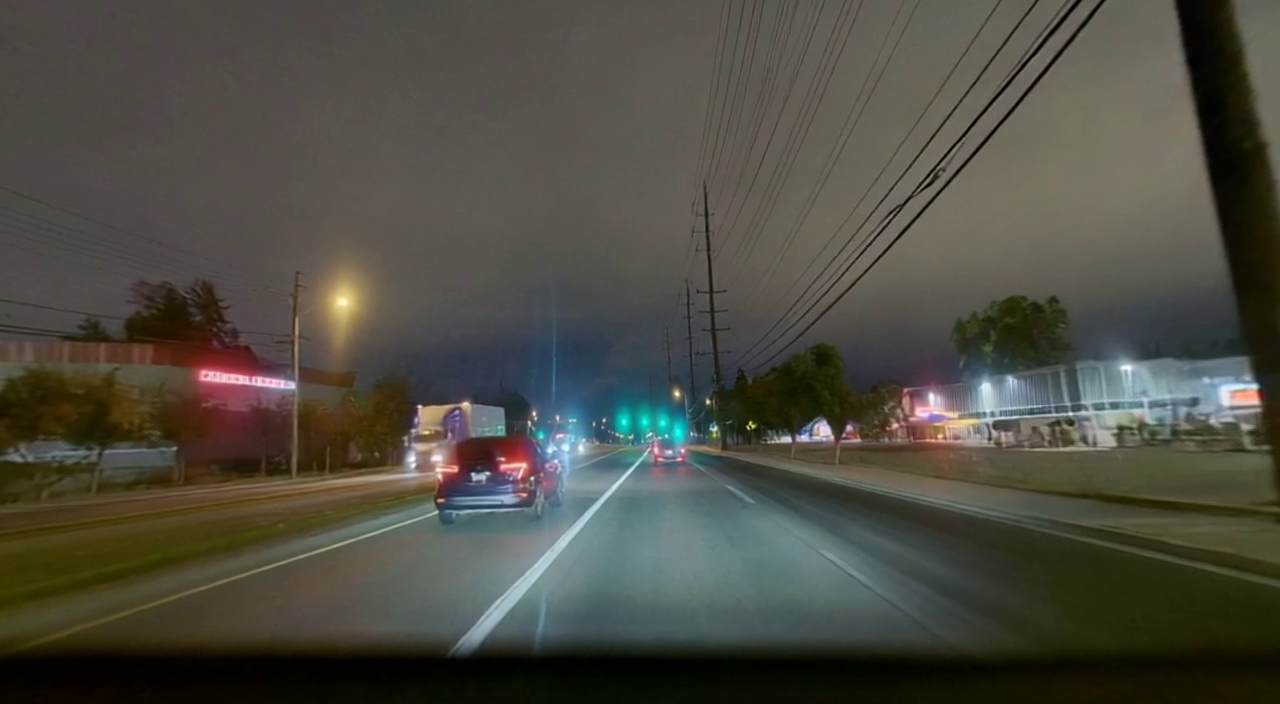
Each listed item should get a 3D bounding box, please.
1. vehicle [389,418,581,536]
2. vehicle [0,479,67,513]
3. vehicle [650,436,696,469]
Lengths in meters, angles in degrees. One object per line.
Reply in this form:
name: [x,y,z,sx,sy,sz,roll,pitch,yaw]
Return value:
vehicle: [-2.486,2.159,11.567,2.169,1.679,4.723,-1,-8,2]
vehicle: [-38.089,8.814,38.367,4.458,1.674,2.034,-3,-4,2]
vehicle: [1.589,4.984,31.367,2.114,1.492,4.453,-1,-8,1]
